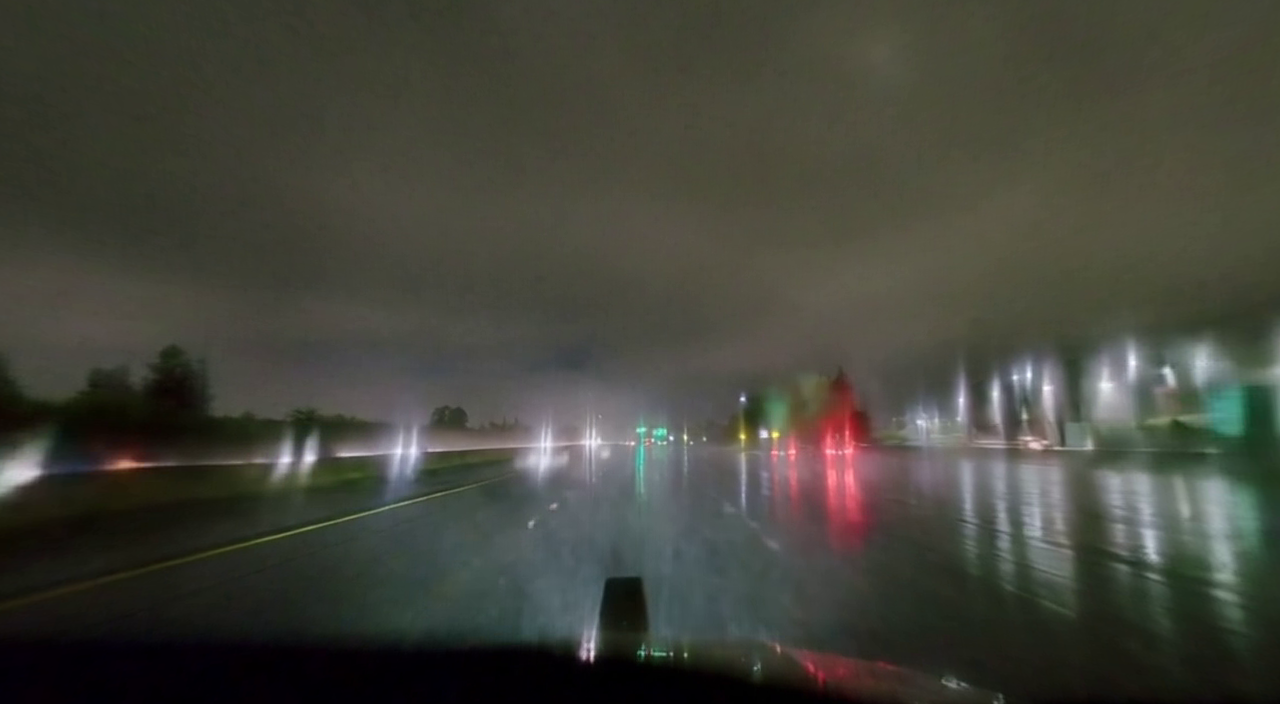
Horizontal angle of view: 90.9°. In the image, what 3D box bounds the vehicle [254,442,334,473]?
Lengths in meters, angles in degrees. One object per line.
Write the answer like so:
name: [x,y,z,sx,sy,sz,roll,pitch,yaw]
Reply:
vehicle: [-19.635,5.983,36.018,1.936,1.604,4.556,0,-8,0]
